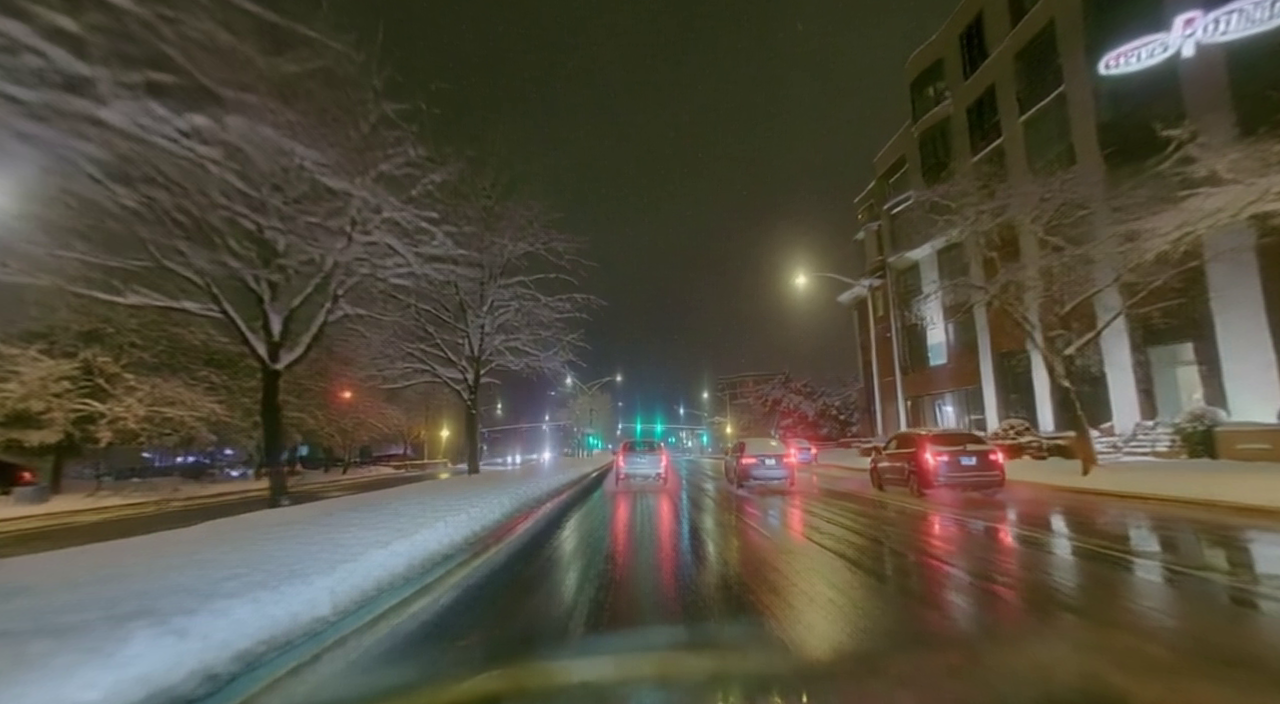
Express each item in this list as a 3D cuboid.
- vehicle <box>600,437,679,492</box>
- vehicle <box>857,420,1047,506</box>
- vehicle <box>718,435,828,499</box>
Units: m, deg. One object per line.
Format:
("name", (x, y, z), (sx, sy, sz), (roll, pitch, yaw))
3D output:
("vehicle", (-0.051, 3.340, 19.055), (2.101, 1.444, 4.248), (0, -8, -1))
("vehicle", (7.202, 2.620, 15.326), (2.052, 1.708, 4.842), (0, -8, -1))
("vehicle", (3.425, 3.037, 17.115), (1.993, 1.477, 4.240), (0, -8, -1))
